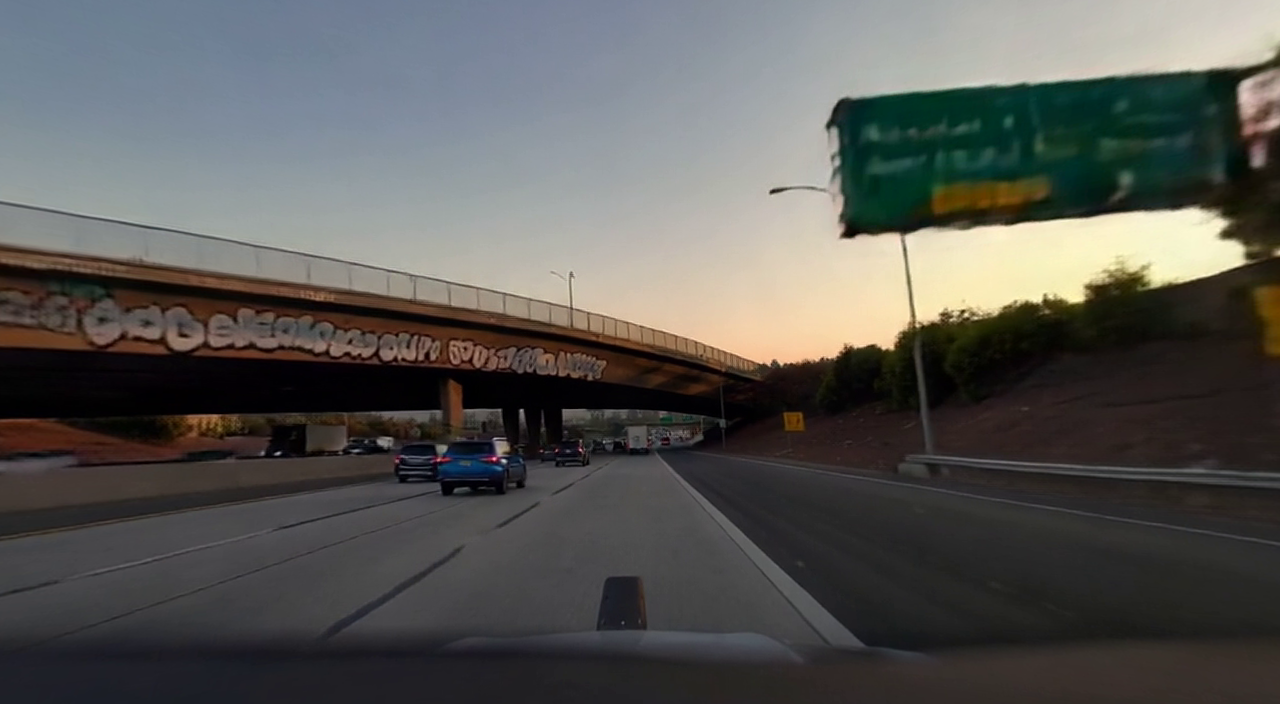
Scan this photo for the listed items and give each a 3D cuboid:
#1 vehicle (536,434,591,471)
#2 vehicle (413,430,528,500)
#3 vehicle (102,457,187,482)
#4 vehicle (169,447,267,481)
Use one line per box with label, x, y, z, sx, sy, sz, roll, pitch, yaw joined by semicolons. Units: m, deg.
vehicle;-3.736;5.008;31.398;2.154;1.693;4.394;0;-8;1
vehicle;-4.362;2.954;16.862;1.969;1.633;3.962;0;-8;0
vehicle;-35.220;8.338;44.833;1.969;1.515;5.131;0;-8;-1
vehicle;-20.541;5.436;30.780;1.845;1.497;4.265;0;-8;0
